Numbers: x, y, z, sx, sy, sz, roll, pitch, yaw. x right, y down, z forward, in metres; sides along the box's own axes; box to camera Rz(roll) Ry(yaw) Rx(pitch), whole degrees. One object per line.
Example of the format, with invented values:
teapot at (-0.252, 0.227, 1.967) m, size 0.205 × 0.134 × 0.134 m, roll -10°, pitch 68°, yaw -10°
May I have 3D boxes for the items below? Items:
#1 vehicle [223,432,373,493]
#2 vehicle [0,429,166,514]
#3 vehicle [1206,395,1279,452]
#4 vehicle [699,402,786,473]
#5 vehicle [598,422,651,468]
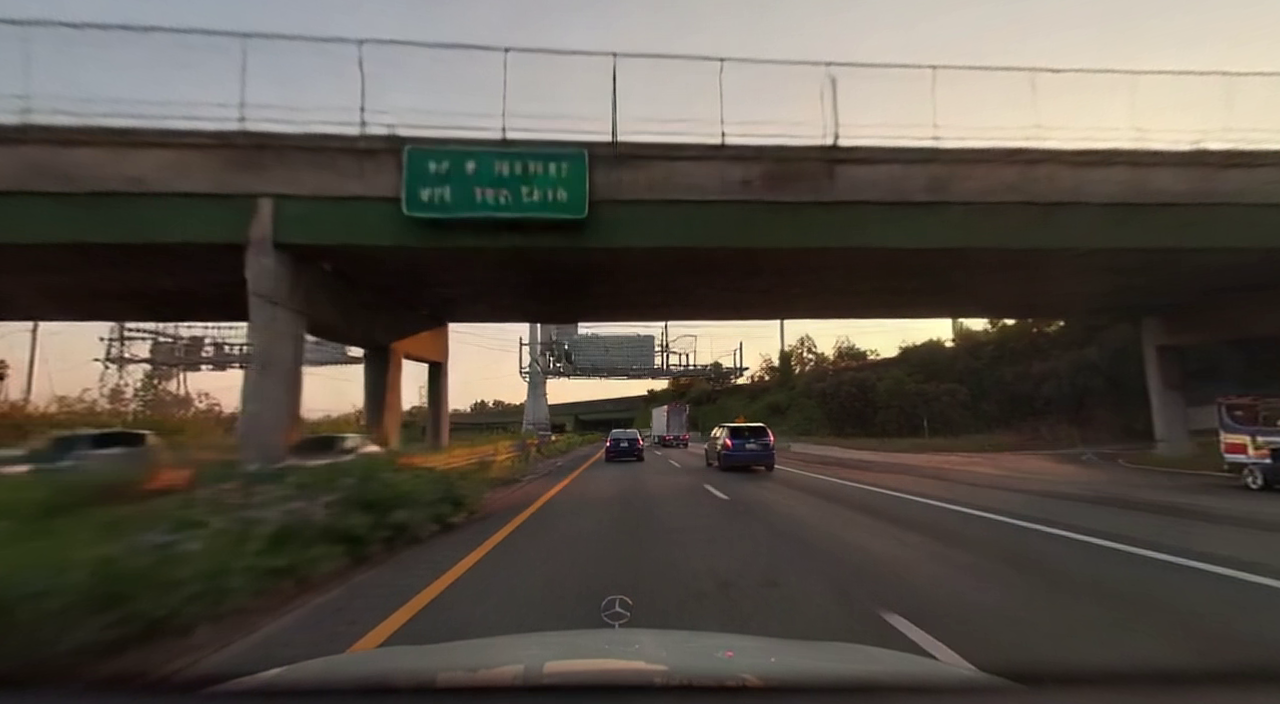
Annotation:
vehicle at (-9.495, 3.069, 17.985) m, size 1.952 × 1.507 × 4.281 m, roll 0°, pitch -8°, yaw -1°
vehicle at (-13.834, 2.671, 14.702) m, size 2.056 × 1.689 × 4.491 m, roll 0°, pitch -8°, yaw -1°
vehicle at (45.063, 5.367, 46.878) m, size 3.543 × 3.992 × 2.997 m, roll -5°, pitch -9°, yaw 30°
vehicle at (3.924, 3.436, 25.344) m, size 2.387 × 2.506 × 5.374 m, roll 0°, pitch -8°, yaw -2°
vehicle at (-0.650, 3.900, 26.629) m, size 2.073 × 1.750 × 4.116 m, roll 0°, pitch -8°, yaw -2°
